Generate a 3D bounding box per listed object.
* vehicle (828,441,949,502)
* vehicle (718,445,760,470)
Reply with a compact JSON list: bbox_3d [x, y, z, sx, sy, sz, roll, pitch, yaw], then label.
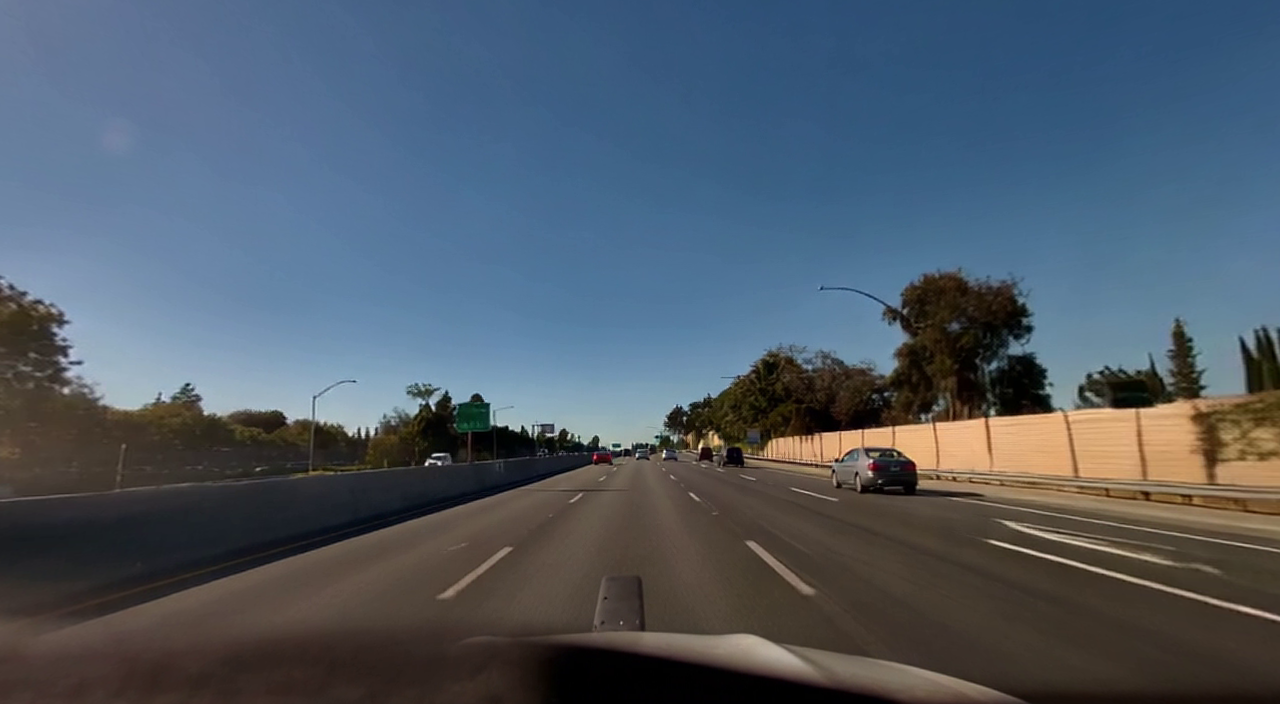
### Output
[{"bbox_3d":[6.764,3.262,17.648,1.838,1.518,3.713,0,-8,0],"label":"vehicle"},{"bbox_3d":[6.598,7.058,42.560,1.987,1.597,4.463,0,-8,-2],"label":"vehicle"}]
